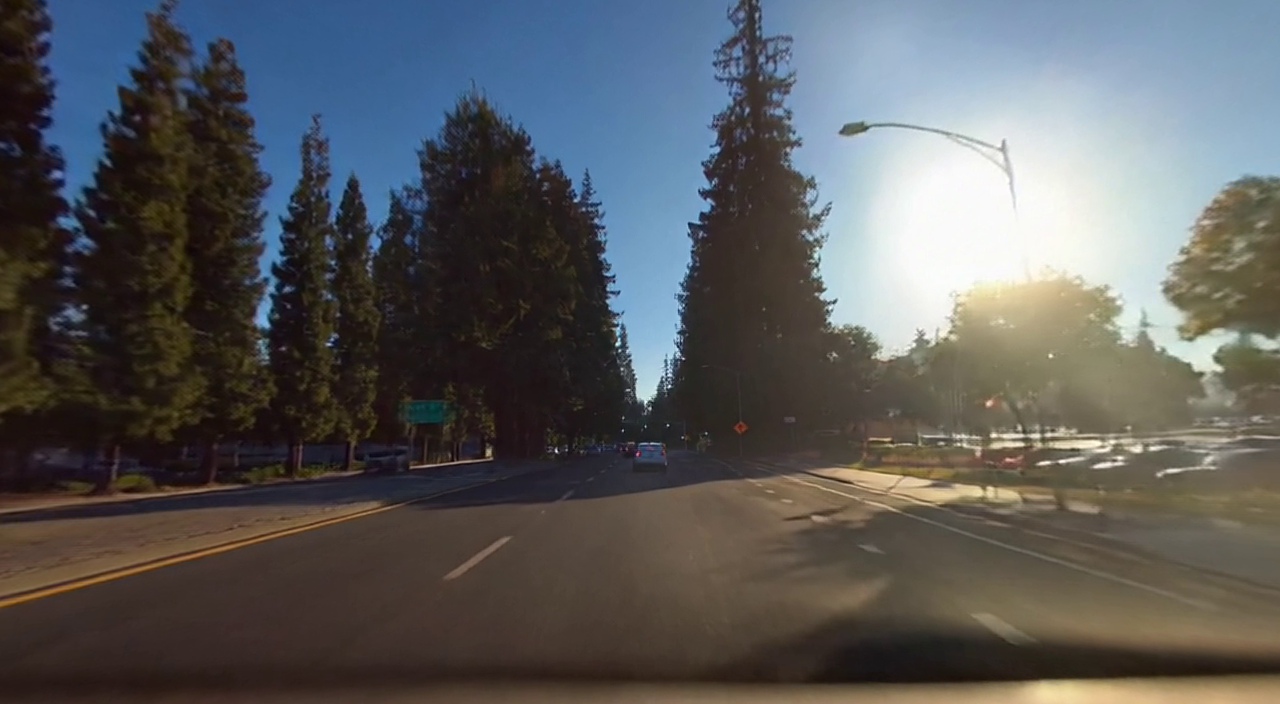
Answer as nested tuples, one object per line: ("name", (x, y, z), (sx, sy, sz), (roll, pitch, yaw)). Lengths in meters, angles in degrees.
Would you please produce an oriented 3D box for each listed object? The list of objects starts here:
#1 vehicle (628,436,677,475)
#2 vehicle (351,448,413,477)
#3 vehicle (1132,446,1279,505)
("vehicle", (0.529, 4.856, 29.756), (2.135, 1.691, 3.884), (0, -9, -1))
("vehicle", (-16.544, 7.078, 40.666), (2.034, 1.725, 4.470), (0, -9, 0))
("vehicle", (15.827, 3.202, 16.609), (4.205, 1.441, 1.781), (0, -9, -1))
